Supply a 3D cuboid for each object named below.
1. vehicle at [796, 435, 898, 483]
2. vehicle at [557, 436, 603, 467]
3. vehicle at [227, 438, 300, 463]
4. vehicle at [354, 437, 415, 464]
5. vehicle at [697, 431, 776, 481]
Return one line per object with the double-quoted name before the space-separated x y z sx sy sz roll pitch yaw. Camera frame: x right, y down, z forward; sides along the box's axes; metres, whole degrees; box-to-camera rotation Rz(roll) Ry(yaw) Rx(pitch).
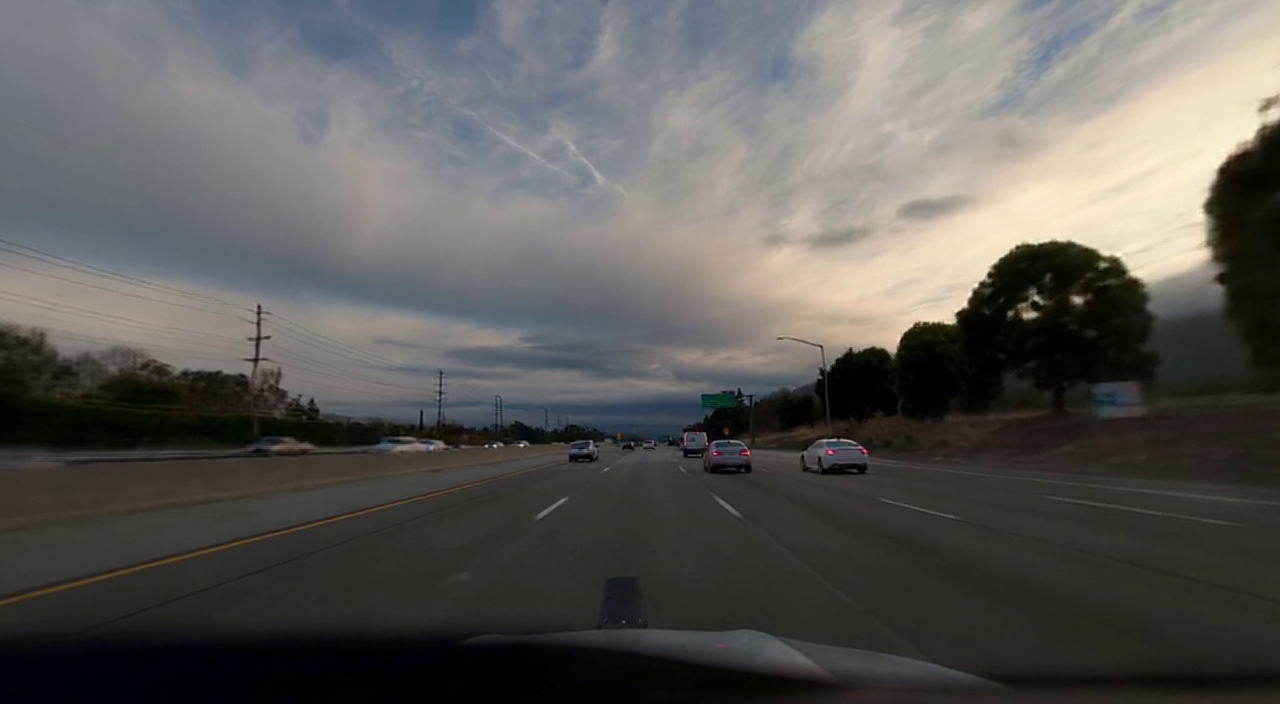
"vehicle" 7.296 3.798 22.822 1.988 1.518 4.856 0 -8 0
"vehicle" -3.354 5.711 36.343 2.106 1.682 4.395 0 -8 2
"vehicle" -25.150 6.572 42.329 1.927 1.592 4.547 0 -8 2
"vehicle" -15.521 5.974 38.540 1.924 1.521 4.357 0 -8 0
"vehicle" 3.415 3.789 23.234 2.146 1.639 4.475 0 -8 0
